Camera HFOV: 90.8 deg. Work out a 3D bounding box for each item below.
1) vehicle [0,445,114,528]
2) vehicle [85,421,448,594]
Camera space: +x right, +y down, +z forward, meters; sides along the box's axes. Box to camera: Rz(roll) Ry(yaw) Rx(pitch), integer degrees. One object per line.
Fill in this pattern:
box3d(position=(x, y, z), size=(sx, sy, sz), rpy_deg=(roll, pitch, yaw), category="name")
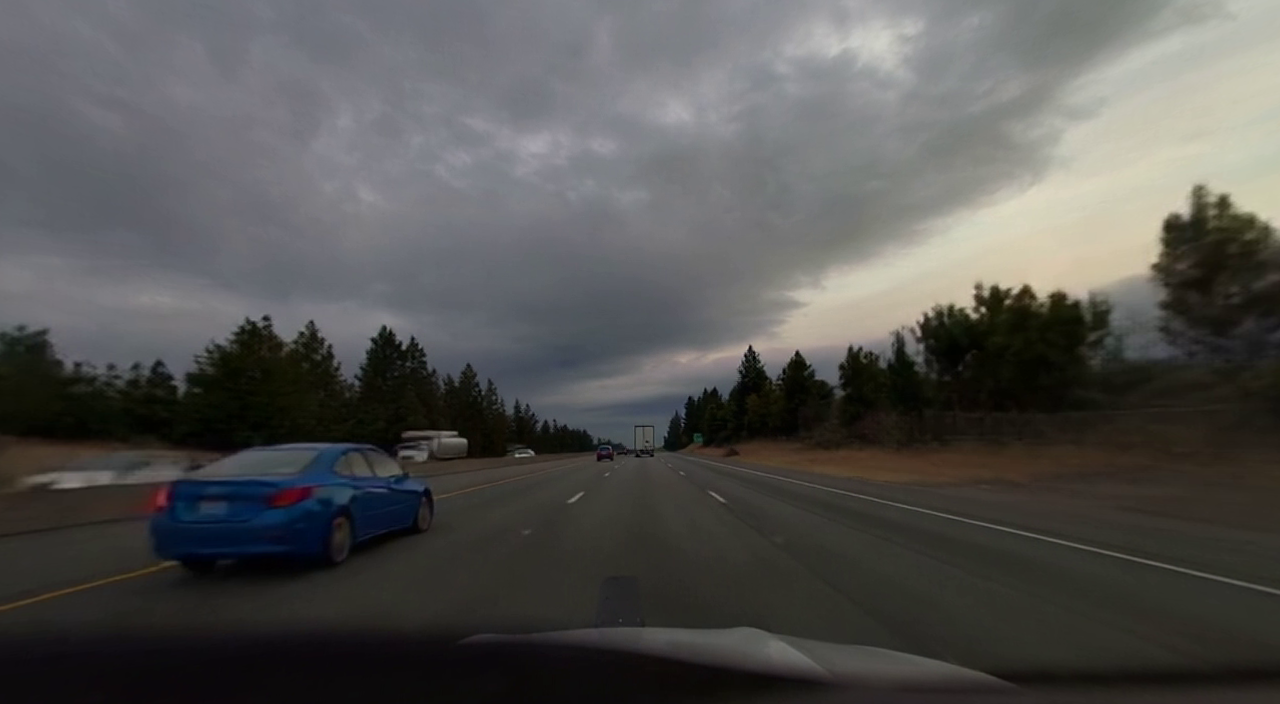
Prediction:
box3d(position=(-12.407, 2.462, 11.537), size=(1.729, 1.480, 4.428), rpy_deg=(-1, -9, 0), category="vehicle")
box3d(position=(-3.994, 1.718, 7.722), size=(2.018, 1.548, 3.849), rpy_deg=(-1, -9, 1), category="vehicle")
